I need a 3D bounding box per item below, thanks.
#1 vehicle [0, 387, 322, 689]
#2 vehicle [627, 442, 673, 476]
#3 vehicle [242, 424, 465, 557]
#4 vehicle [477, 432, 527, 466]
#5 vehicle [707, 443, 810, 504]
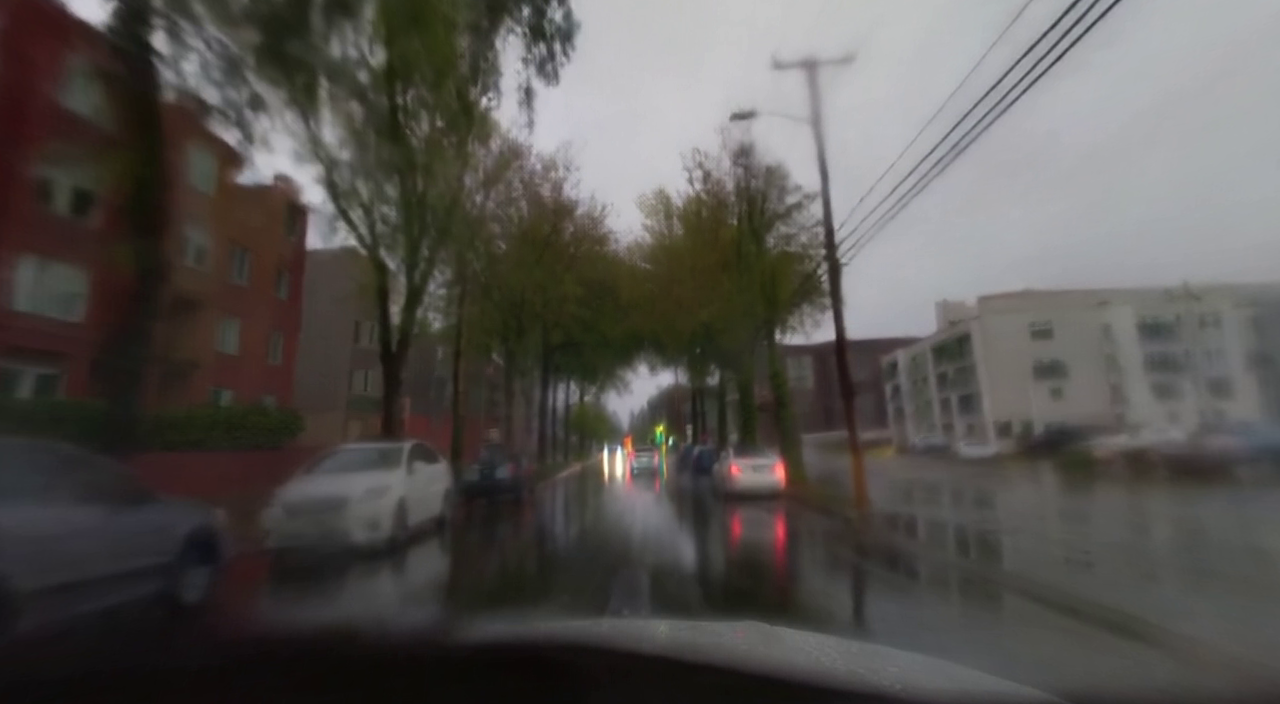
[{"bbox_3d":[-4.621,1.133,4.787,2.022,1.721,4.355,1,-4,2],"label":"vehicle"},{"bbox_3d":[0.452,5.153,30.420,2.095,1.510,3.605,0,-9,0],"label":"vehicle"},{"bbox_3d":[-4.347,2.069,10.289,1.911,1.573,3.637,2,-4,0],"label":"vehicle"},{"bbox_3d":[-8.129,5.705,37.384,2.010,1.747,4.266,0,-6,0],"label":"vehicle"},{"bbox_3d":[3.159,3.354,17.795,2.086,1.498,4.280,0,-9,0],"label":"vehicle"}]
